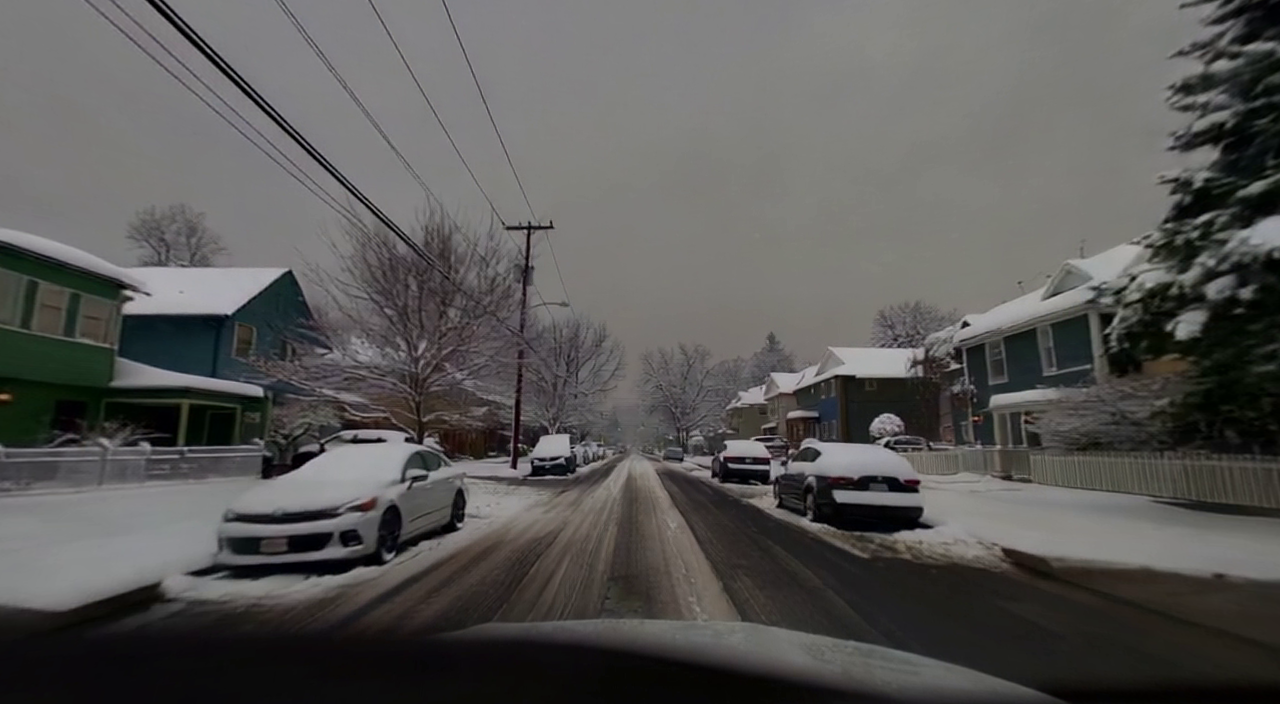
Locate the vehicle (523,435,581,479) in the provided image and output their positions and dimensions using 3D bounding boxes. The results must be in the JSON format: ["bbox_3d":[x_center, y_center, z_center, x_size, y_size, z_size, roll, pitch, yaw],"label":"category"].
[{"bbox_3d":[-4.023,4.899,29.798,2.057,1.887,5.053,0,-8,0],"label":"vehicle"}]

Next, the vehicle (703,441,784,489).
[{"bbox_3d":[3.532,3.957,22.486,2.019,1.536,4.405,0,-9,-2],"label":"vehicle"}]

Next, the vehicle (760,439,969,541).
[{"bbox_3d":[3.704,2.344,11.521,1.862,1.452,4.737,0,-9,-3],"label":"vehicle"}]

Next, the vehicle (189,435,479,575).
[{"bbox_3d":[-3.825,1.961,9.009,1.971,1.460,4.523,0,-8,-2],"label":"vehicle"}]
